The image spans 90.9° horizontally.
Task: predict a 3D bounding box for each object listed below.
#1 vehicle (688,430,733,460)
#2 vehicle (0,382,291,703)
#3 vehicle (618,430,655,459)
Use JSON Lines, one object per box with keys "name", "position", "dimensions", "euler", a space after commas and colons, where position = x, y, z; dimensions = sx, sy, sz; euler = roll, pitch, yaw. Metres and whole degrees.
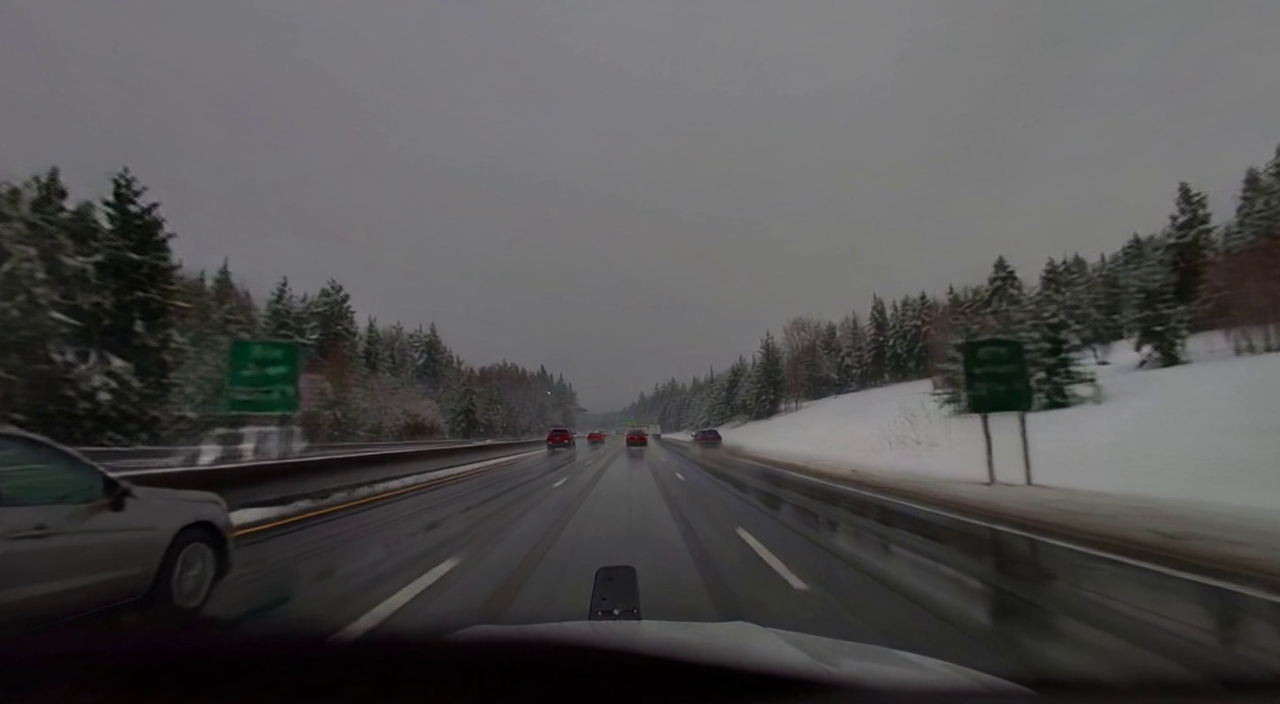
{"name": "vehicle", "position": [3.711, 4.952, 33.837], "dimensions": [1.841, 1.491, 3.869], "euler": [0, -7, -2]}
{"name": "vehicle", "position": [-3.827, 0.885, 2.681], "dimensions": [2.023, 1.512, 4.804], "euler": [0, -7, -1]}
{"name": "vehicle", "position": [-0.220, 4.936, 33.855], "dimensions": [1.869, 1.466, 3.356], "euler": [0, -7, -1]}
